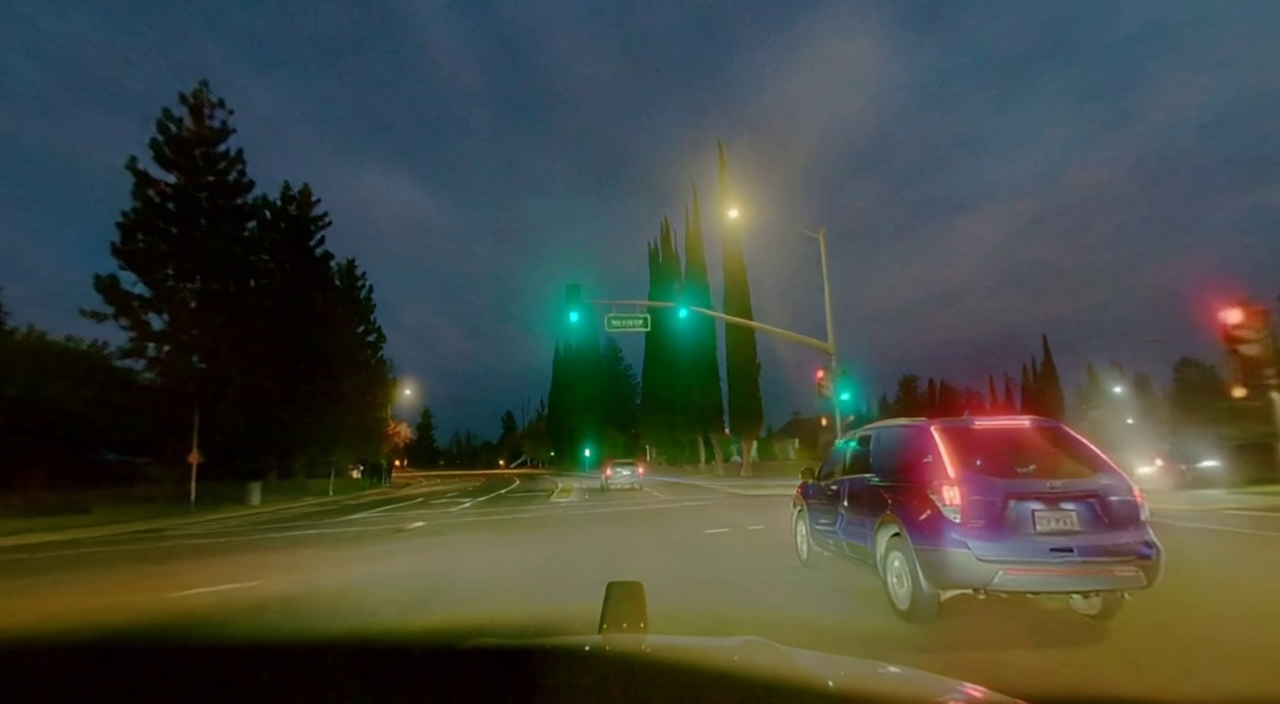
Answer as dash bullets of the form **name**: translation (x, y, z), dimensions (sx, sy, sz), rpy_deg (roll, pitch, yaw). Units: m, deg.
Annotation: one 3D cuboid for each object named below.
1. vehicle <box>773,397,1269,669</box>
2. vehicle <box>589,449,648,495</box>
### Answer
- **vehicle**: translation (2.892, 1.490, 6.326), dimensions (2.024, 1.686, 4.588), rpy_deg (0, -9, -1)
- **vehicle**: translation (-1.045, 5.283, 28.192), dimensions (2.185, 1.822, 4.583), rpy_deg (1, -9, -8)
